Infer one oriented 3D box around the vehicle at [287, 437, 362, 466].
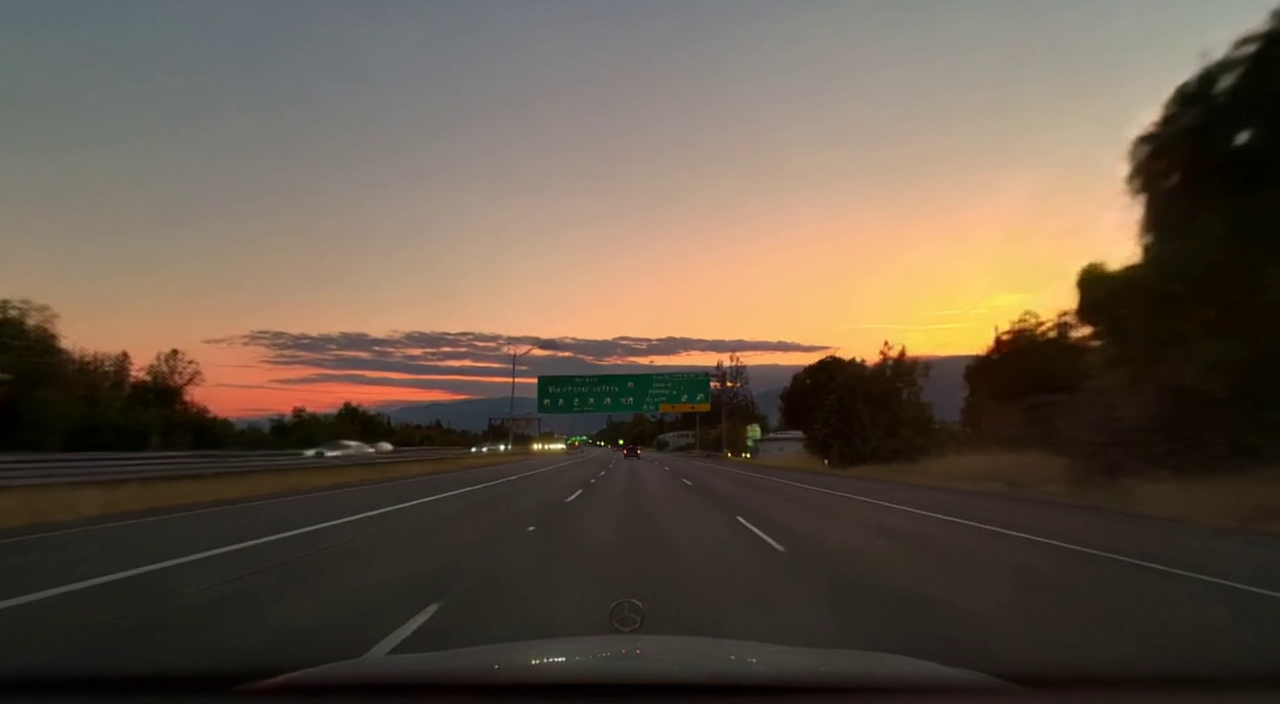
[{"bbox_3d":[-17.173,5.432,34.561,1.856,1.447,4.302,0,-9,0],"label":"vehicle"}]
